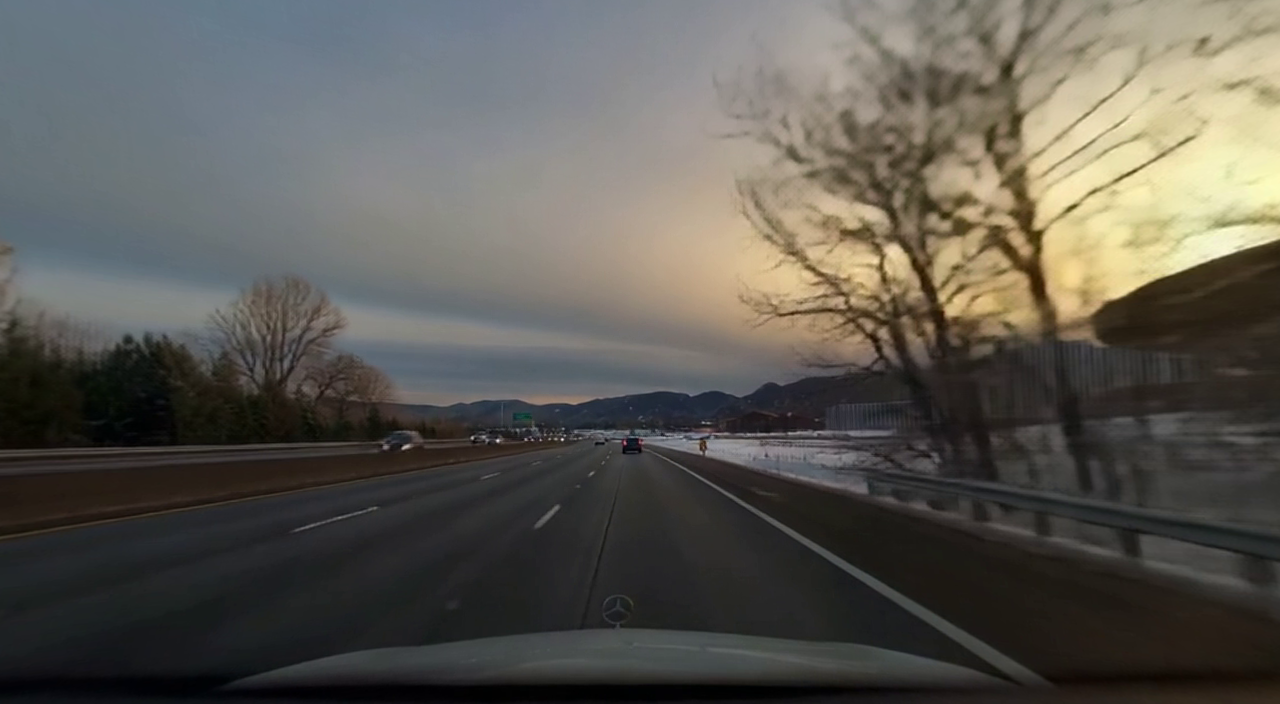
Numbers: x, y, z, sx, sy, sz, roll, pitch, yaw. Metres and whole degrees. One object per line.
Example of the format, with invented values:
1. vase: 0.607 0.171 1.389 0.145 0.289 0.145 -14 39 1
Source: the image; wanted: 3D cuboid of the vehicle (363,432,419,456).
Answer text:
1. vehicle: -16.300 6.040 41.372 1.893 1.492 4.331 0 -8 0
